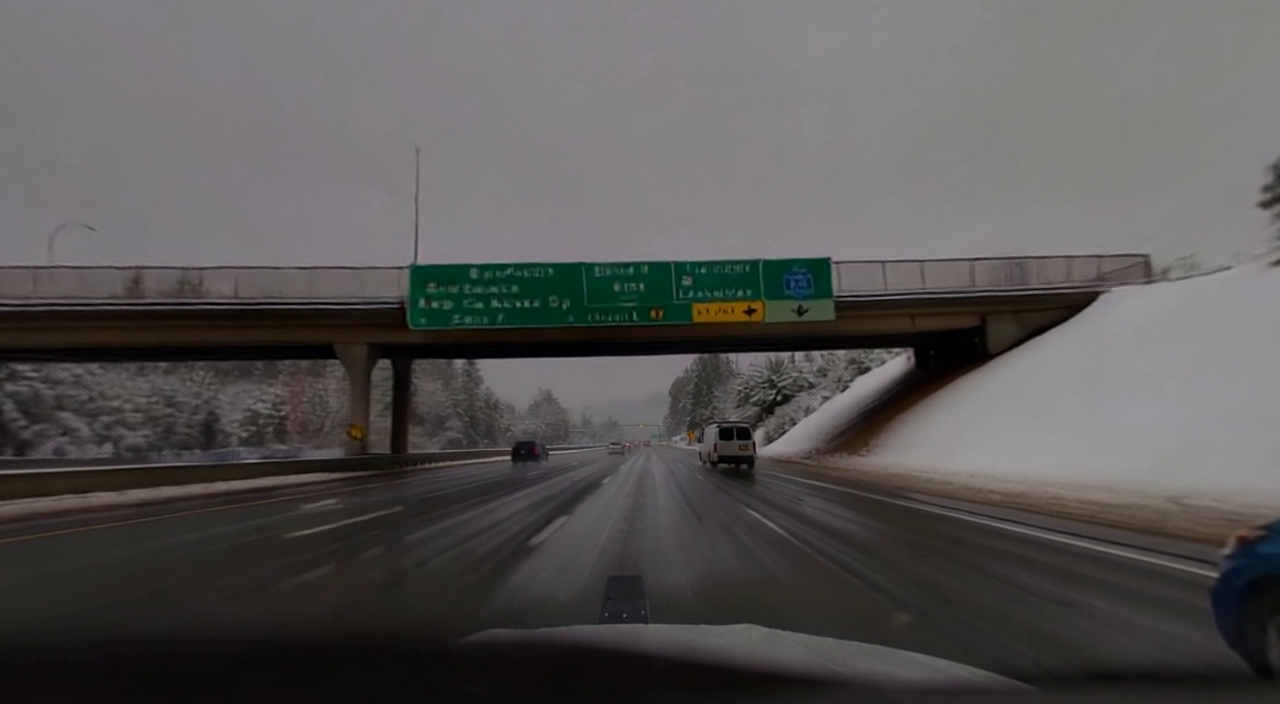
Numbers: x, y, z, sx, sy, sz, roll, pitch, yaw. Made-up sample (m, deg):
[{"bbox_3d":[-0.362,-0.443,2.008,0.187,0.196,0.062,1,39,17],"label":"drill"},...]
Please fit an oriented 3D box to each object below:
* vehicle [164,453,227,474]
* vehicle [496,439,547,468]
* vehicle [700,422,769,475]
[{"bbox_3d":[-33.205,8.337,47.237,1.754,1.457,4.045,0,-8,0],"label":"vehicle"},{"bbox_3d":[-7.025,6.077,37.846,2.068,1.632,4.623,0,-9,1],"label":"vehicle"},{"bbox_3d":[4.256,4.508,29.518,2.347,2.234,5.352,0,-8,-1],"label":"vehicle"}]
